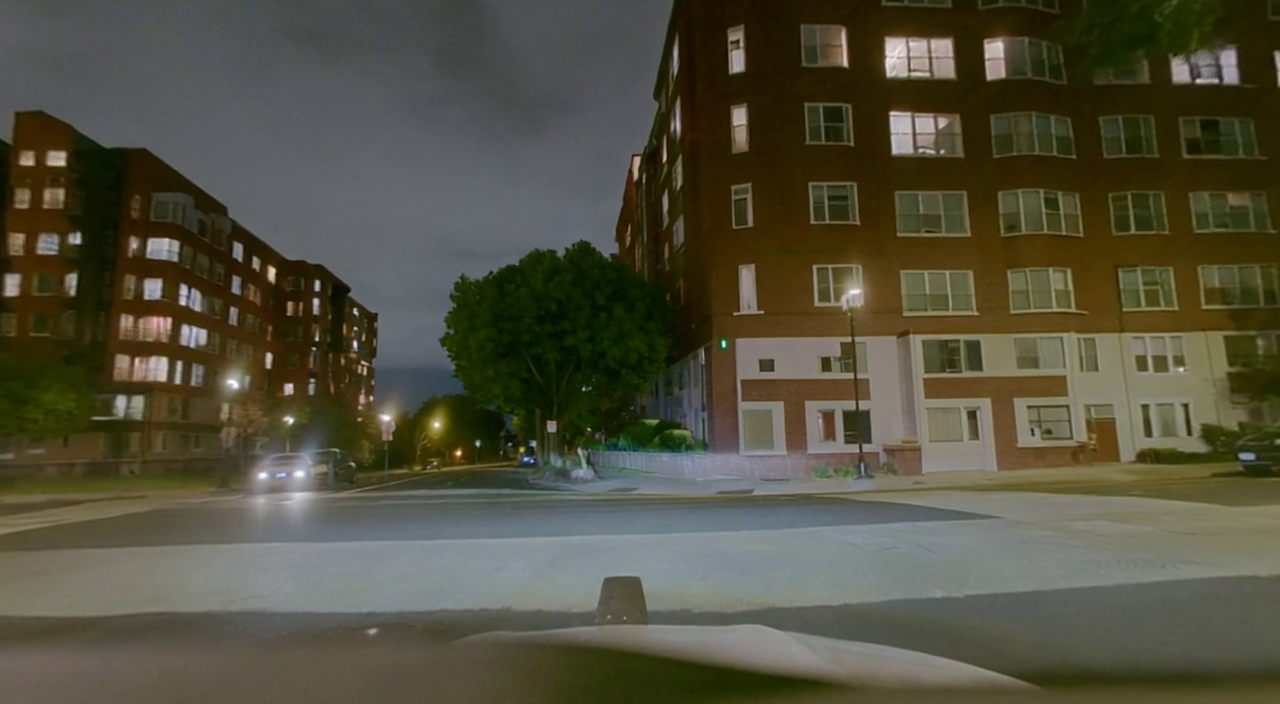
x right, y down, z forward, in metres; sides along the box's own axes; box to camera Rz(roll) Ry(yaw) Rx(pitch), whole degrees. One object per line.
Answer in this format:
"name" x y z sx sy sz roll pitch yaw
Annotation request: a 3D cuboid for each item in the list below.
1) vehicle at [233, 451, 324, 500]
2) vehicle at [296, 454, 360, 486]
"vehicle" -13.208 4.475 23.330 2.027 1.475 4.522 0 -8 -18
"vehicle" -15.850 5.982 32.247 1.941 1.442 4.384 2 -9 -14
